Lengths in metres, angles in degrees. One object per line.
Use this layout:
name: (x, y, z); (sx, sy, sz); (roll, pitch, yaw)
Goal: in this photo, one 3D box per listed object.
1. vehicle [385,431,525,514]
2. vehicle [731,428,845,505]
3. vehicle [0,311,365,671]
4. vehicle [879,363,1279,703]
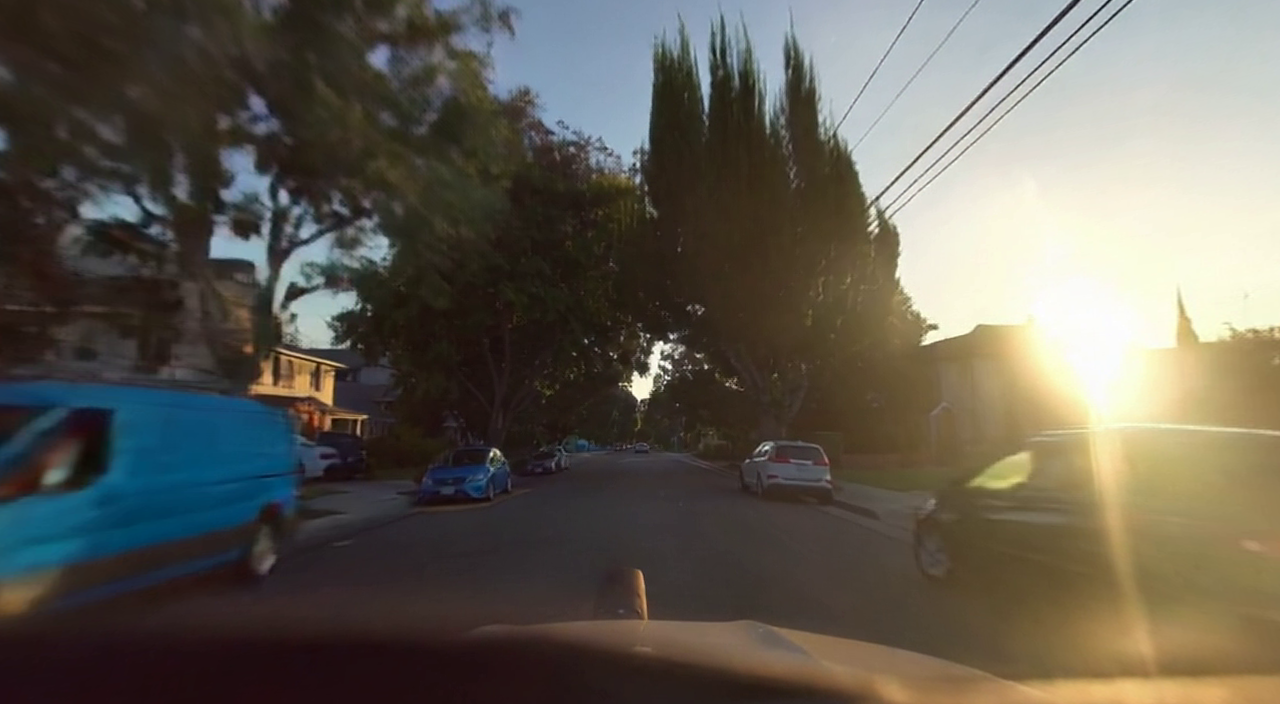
vehicle: (-4.353, 2.903, 15.654); (2.157, 1.736, 4.104); (-1, -9, 1)
vehicle: (3.935, 3.140, 17.713); (2.173, 1.806, 4.701); (1, -9, 1)
vehicle: (-4.622, 1.018, 5.316); (2.087, 1.993, 5.635); (0, -8, 0)
vehicle: (4.124, 1.284, 5.004); (2.152, 1.810, 5.846); (1, -9, 0)
